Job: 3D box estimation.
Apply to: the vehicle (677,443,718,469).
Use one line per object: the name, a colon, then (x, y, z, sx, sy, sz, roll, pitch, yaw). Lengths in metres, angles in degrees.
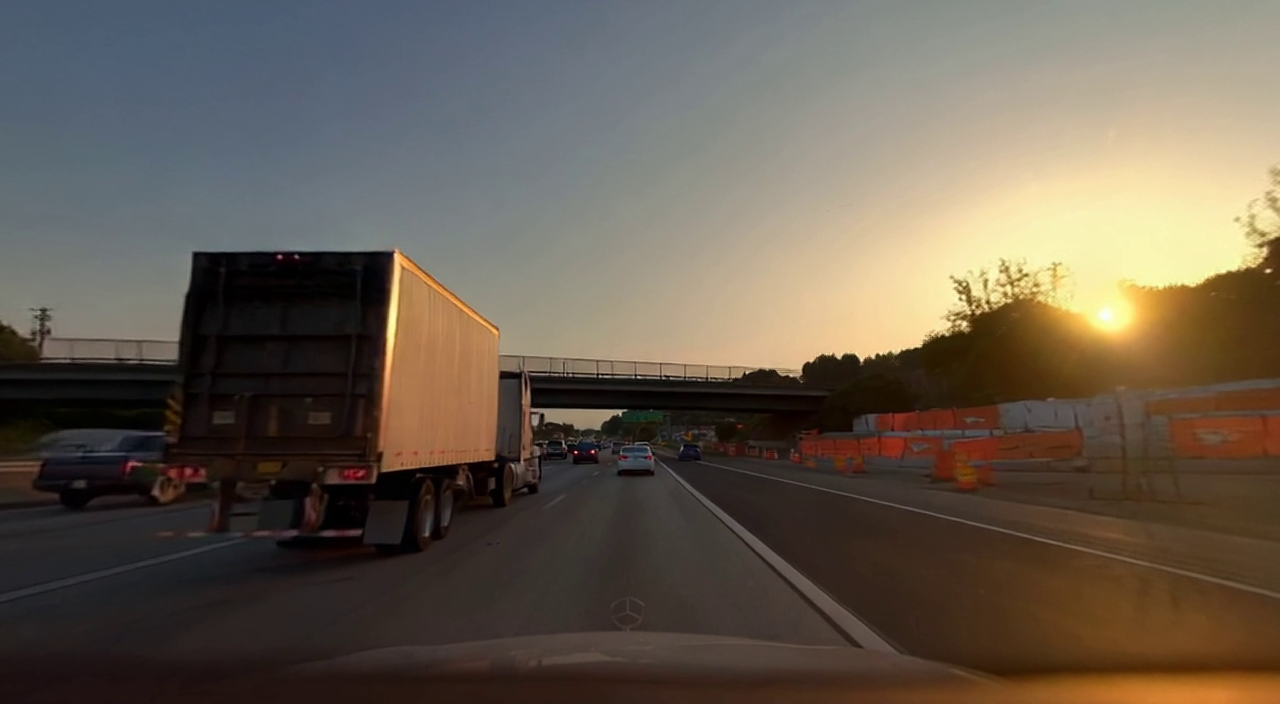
vehicle: (3.386, 6.215, 38.028, 2.003, 1.465, 4.092, 0, -8, -1)

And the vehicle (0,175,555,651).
vehicle: (-3.683, 1.142, 9.849, 3.075, 3.276, 11.073, 0, -8, 1)

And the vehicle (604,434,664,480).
vehicle: (-0.221, 4.280, 25.961, 2.270, 1.696, 4.061, 0, -8, 0)

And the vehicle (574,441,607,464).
vehicle: (-3.746, 7.642, 48.208, 2.124, 1.639, 4.344, 0, -8, 1)
